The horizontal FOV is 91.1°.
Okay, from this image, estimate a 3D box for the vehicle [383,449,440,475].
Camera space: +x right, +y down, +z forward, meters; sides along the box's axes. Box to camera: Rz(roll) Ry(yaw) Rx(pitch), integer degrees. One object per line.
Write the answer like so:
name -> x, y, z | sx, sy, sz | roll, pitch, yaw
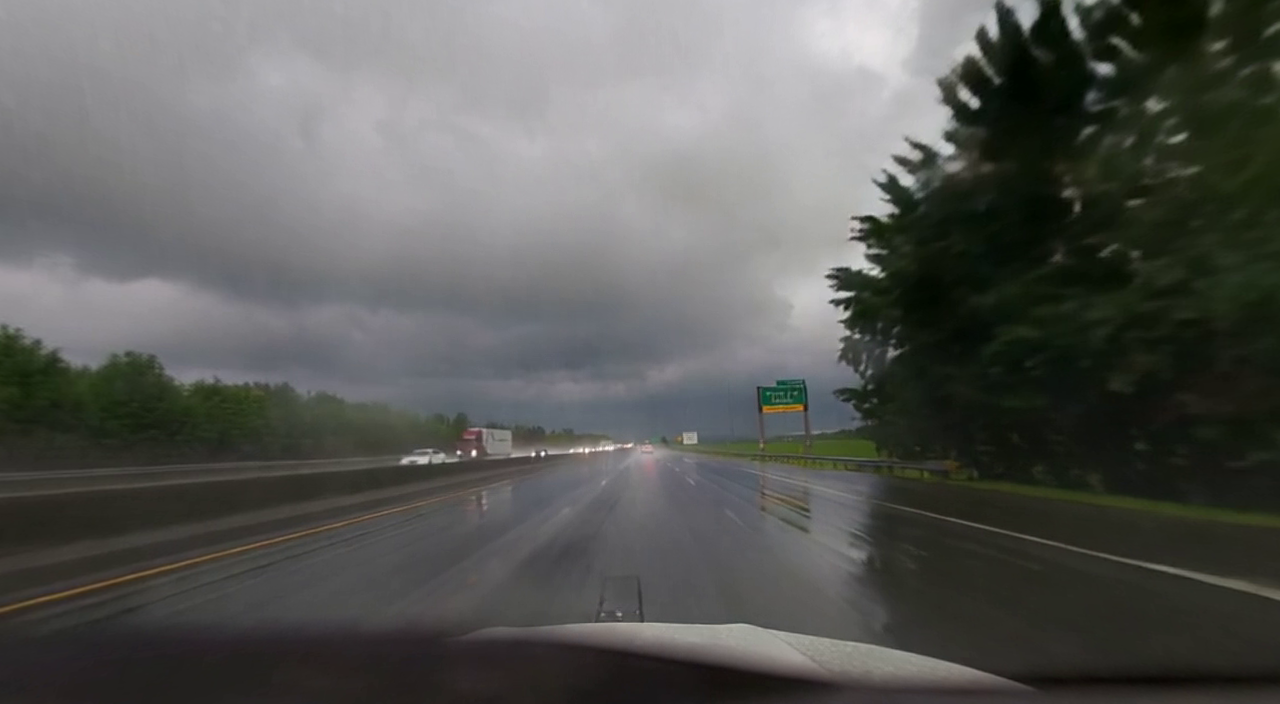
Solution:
vehicle -> -15.596, 7.500, 43.175 | 2.013, 1.613, 4.700 | -1, -9, 2
